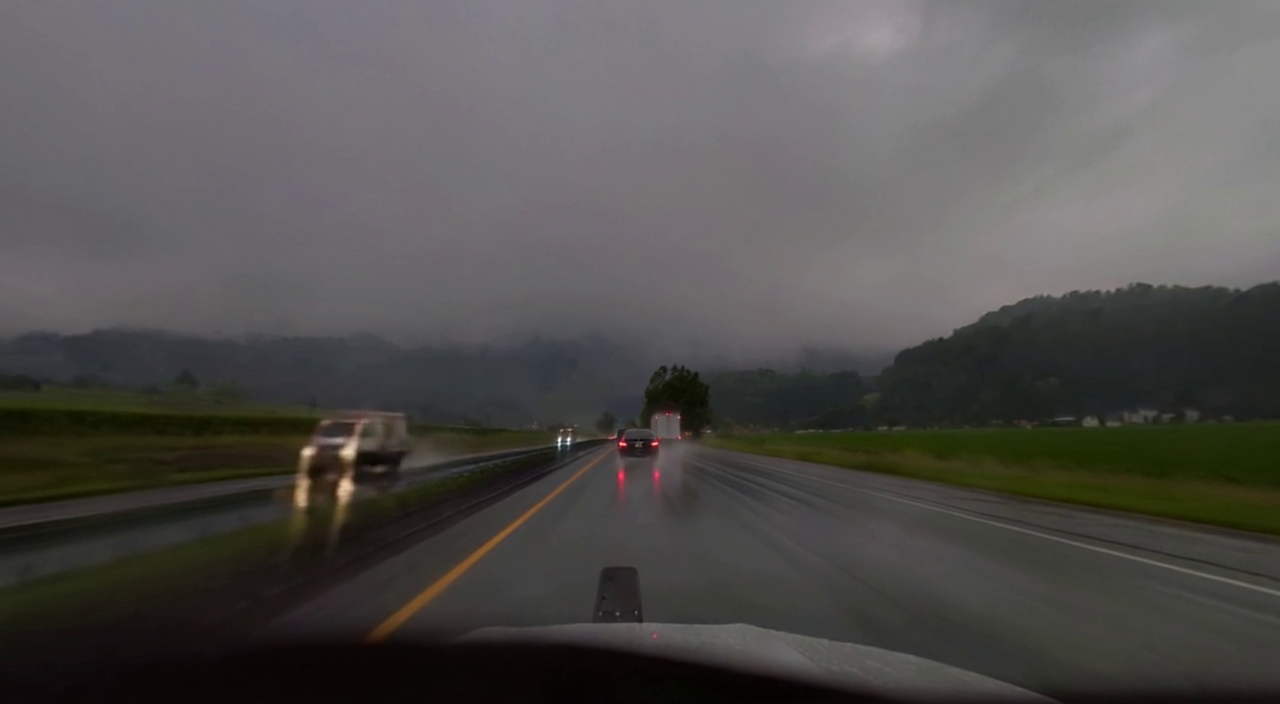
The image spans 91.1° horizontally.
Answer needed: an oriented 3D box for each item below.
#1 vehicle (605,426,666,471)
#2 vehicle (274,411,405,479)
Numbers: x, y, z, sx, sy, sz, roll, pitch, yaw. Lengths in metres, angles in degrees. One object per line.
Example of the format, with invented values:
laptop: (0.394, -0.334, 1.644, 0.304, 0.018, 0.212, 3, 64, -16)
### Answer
vehicle: (-0.194, 3.826, 25.089, 2.216, 1.623, 4.220, 0, -8, -1)
vehicle: (-12.404, 3.895, 26.660, 2.566, 2.551, 6.084, 0, -8, -1)
